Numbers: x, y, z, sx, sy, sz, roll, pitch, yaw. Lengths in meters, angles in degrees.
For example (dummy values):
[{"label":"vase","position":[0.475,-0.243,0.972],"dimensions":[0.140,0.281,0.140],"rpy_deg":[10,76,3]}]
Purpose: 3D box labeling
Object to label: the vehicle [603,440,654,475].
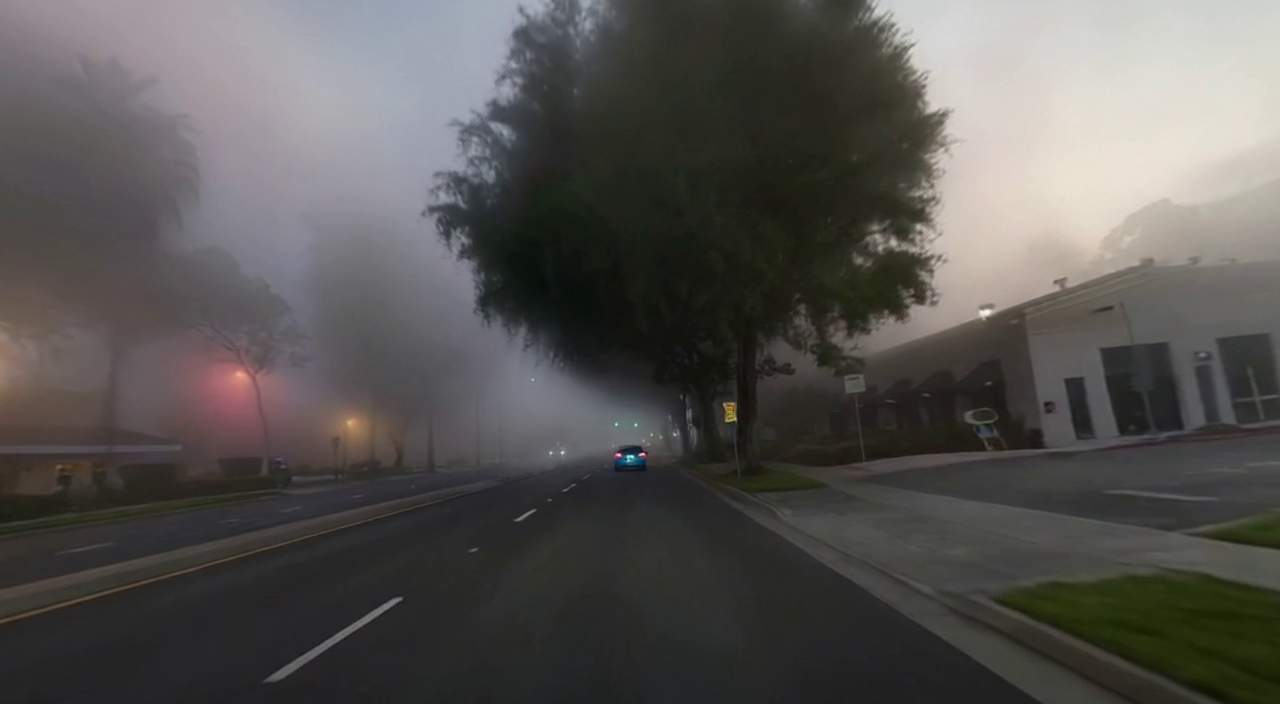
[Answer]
[{"label":"vehicle","position":[-0.505,4.863,29.337],"dimensions":[2.156,1.462,4.495],"rpy_deg":[0,-8,0]}]
